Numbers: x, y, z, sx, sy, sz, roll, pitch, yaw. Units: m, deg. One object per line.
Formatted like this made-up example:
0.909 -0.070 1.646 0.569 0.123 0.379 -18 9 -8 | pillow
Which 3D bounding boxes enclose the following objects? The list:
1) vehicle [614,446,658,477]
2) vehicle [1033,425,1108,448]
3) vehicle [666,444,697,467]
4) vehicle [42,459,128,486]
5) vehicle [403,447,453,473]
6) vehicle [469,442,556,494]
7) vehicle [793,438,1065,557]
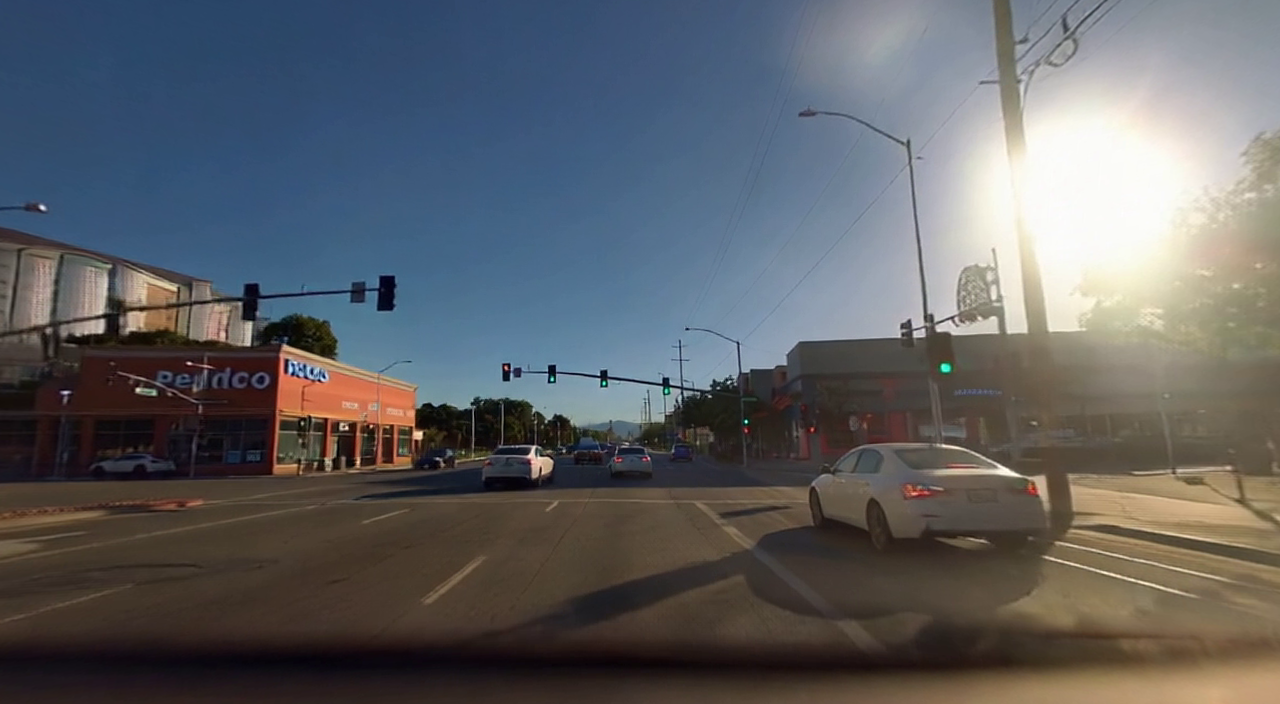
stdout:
-0.219 5.588 32.446 2.072 1.473 4.139 0 -8 -1 | vehicle
33.895 6.724 49.965 2.213 1.758 5.447 0 -8 1 | vehicle
3.165 8.031 49.089 1.986 1.660 4.006 0 -8 -2 | vehicle
-37.303 8.080 42.537 3.931 1.653 2.134 -1 -9 7 | vehicle
-14.435 7.325 43.176 1.987 1.641 4.185 0 -8 0 | vehicle
-4.216 3.889 21.668 2.035 1.564 4.702 0 -8 -1 | vehicle
4.267 2.212 10.522 2.119 1.479 4.910 0 -8 -1 | vehicle
